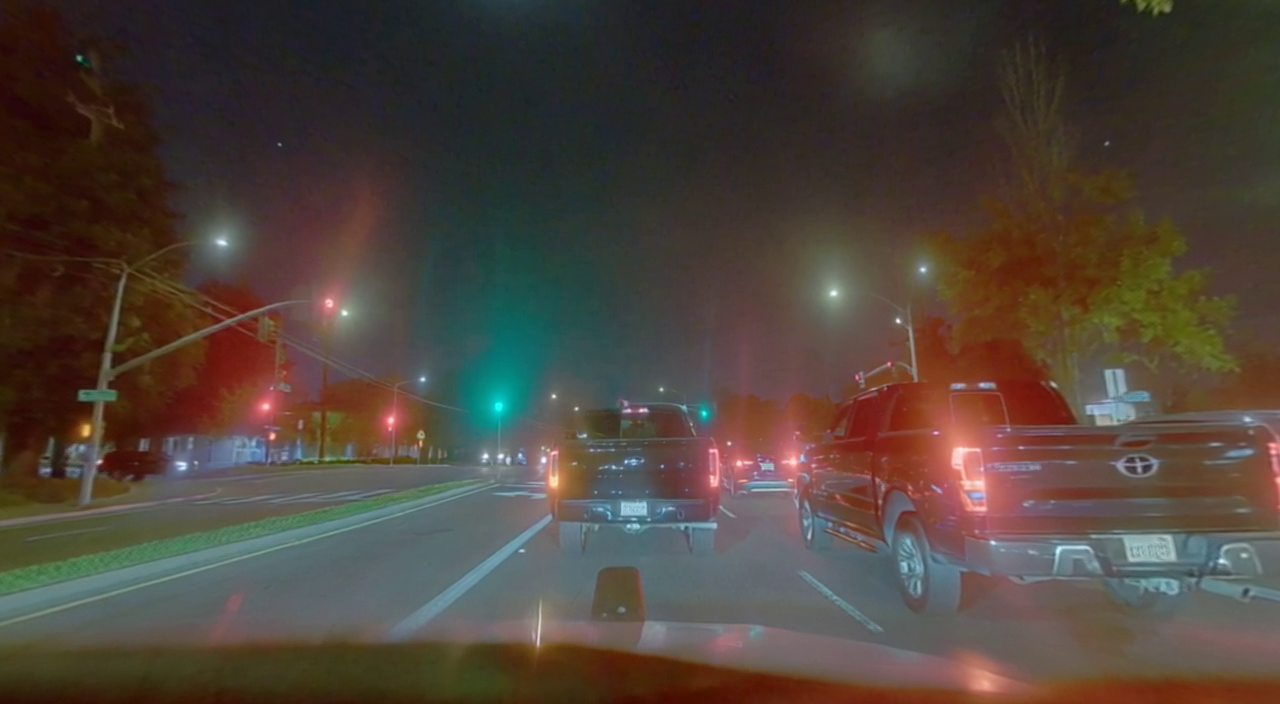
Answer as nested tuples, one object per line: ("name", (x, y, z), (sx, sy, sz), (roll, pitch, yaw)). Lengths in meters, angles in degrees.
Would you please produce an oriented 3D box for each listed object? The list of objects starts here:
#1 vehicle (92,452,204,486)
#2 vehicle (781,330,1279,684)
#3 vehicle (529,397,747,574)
("vehicle", (-26.483, 6.265, 34.209), (4.437, 1.669, 1.936), (5, -10, -30))
("vehicle", (3.323, 1.261, 6.398), (2.412, 1.953, 5.682), (0, -9, -1))
("vehicle", (-0.075, 1.751, 9.102), (2.240, 1.821, 5.001), (0, -9, -1))
